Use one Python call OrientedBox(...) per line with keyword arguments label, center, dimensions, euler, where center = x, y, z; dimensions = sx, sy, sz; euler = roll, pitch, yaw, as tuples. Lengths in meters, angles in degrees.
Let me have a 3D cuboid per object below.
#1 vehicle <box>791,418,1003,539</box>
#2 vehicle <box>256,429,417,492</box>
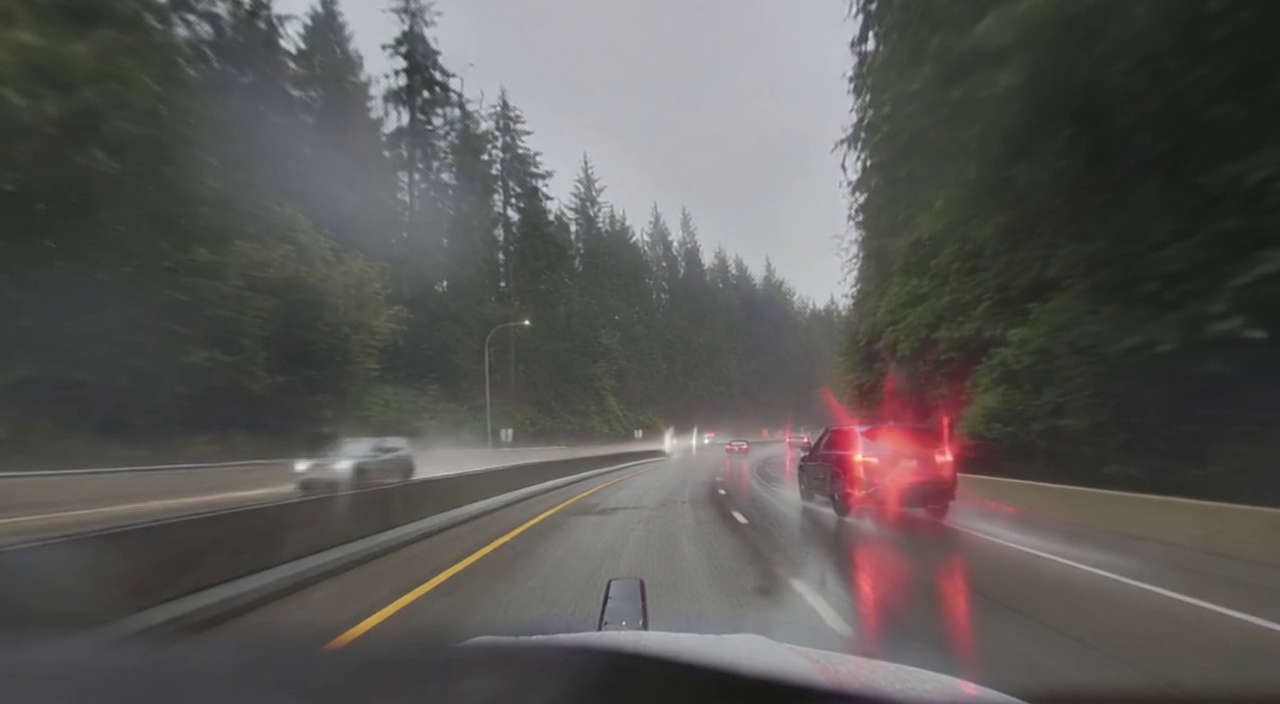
OrientedBox(label="vehicle", center=(4.228, 2.144, 11.325), dimensions=(2.112, 1.708, 4.380), euler=(0, -8, 3))
OrientedBox(label="vehicle", center=(-8.089, 2.942, 17.381), dimensions=(1.931, 1.492, 4.374), euler=(-1, -9, 6))
